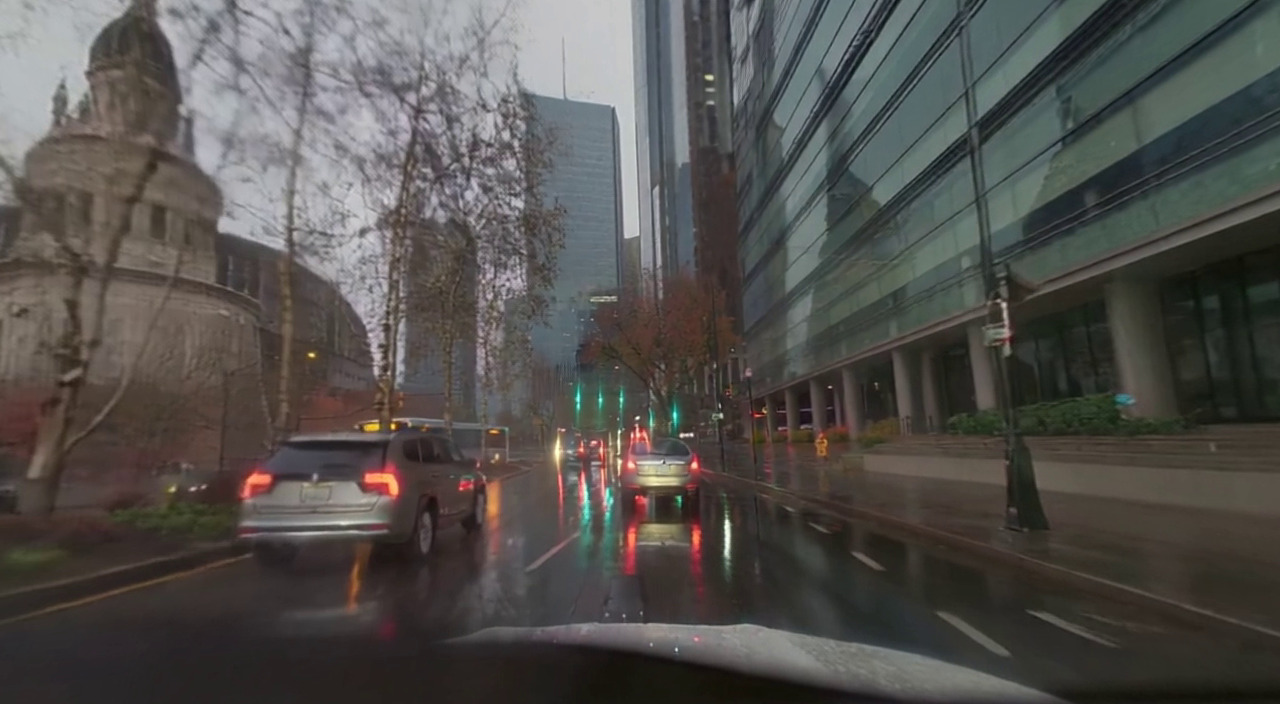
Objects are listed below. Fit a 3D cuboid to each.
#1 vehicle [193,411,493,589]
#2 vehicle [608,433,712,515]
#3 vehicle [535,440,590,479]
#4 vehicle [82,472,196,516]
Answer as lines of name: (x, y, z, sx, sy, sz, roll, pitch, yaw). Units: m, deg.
vehicle: (-3.218, 1.666, 7.802, 1.848, 1.641, 3.686, 0, -9, 1)
vehicle: (0.309, 2.561, 13.678, 1.933, 1.504, 3.802, 0, -9, -2)
vehicle: (-3.302, 4.670, 27.635, 1.961, 1.517, 4.202, 0, -9, -1)
vehicle: (-24.405, 6.880, 30.980, 2.010, 1.791, 4.518, 1, -9, -3)
